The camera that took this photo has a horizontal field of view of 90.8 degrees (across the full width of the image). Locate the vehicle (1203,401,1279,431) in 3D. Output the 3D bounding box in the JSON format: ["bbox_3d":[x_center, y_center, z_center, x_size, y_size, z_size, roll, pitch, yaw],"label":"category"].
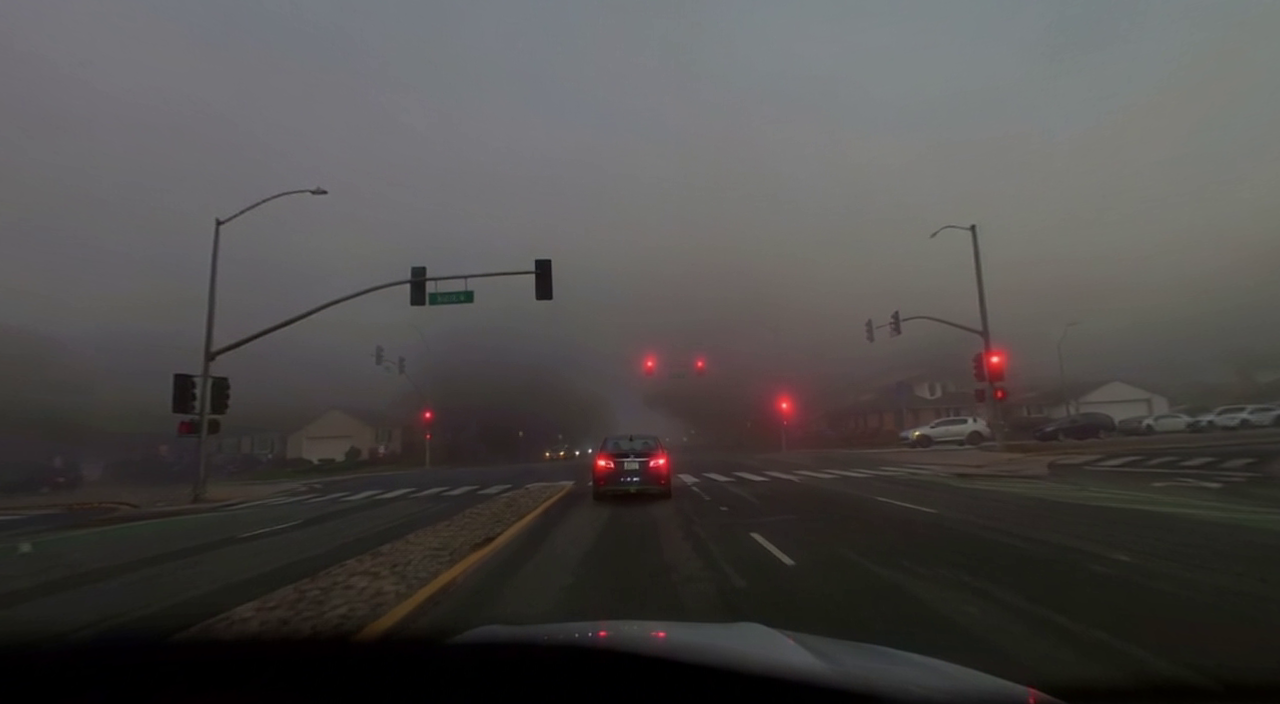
[{"bbox_3d":[47.023,4.991,48.894,4.484,2.196,2.468,1,-7,-3],"label":"vehicle"}]

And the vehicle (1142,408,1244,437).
[{"bbox_3d":[35.905,4.589,41.085,4.735,1.784,2.094,1,-7,-3],"label":"vehicle"}]

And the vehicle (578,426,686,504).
[{"bbox_3d":[-0.031,2.619,15.041,2.074,1.570,3.647,0,-8,7],"label":"vehicle"}]

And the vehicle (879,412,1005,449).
[{"bbox_3d":[17.842,4.655,37.561,6.025,2.000,2.876,1,-7,-2],"label":"vehicle"}]

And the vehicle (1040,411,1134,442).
[{"bbox_3d":[28.646,4.839,40.554,4.557,1.899,1.996,1,-8,-5],"label":"vehicle"}]

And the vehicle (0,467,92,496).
[{"bbox_3d":[-39.996,8.575,41.907,5.009,1.739,2.092,1,-8,-6],"label":"vehicle"}]
